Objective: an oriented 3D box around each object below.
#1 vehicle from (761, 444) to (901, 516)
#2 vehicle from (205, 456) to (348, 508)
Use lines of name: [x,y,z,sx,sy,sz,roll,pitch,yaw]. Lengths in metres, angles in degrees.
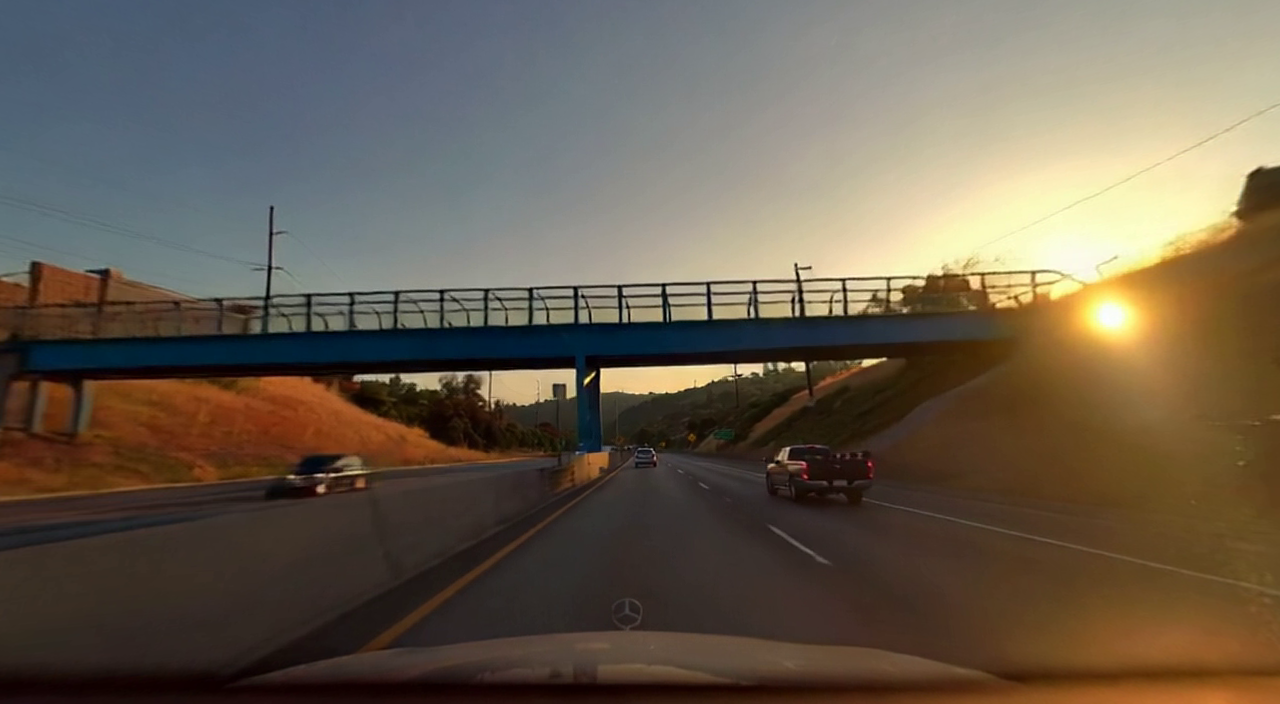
vehicle: [4.564,3.121,15.984,1.988,1.505,4.958,0,-9,0]
vehicle: [-12.110,4.317,21.447,2.032,1.520,4.646,0,-9,1]
